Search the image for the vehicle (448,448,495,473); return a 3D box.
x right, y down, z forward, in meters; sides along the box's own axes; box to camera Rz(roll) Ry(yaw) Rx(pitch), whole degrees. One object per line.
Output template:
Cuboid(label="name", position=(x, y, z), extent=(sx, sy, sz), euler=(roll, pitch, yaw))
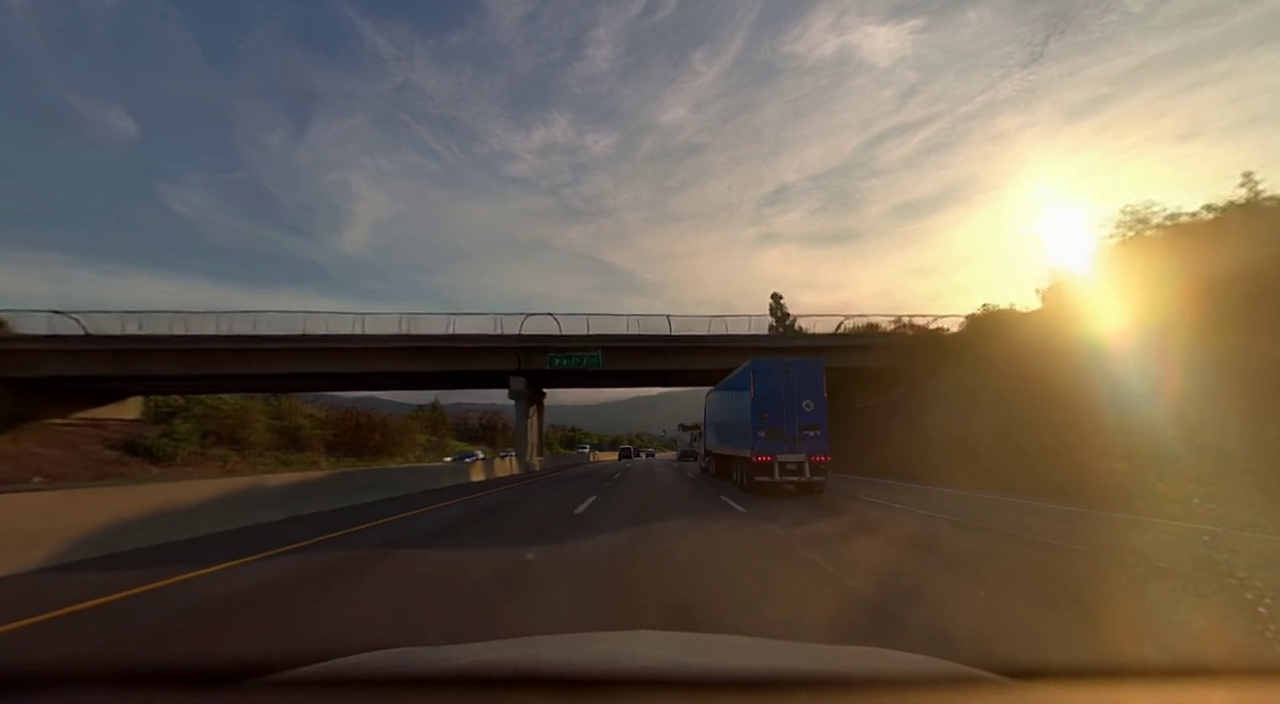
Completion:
Cuboid(label="vehicle", position=(-10.188, 6.590, 38.398), extent=(1.747, 1.413, 3.680), euler=(0, -9, 1))

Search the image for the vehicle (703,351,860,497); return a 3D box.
Cuboid(label="vehicle", position=(4.638, 3.084, 24.687), extent=(2.825, 4.054, 14.210), euler=(0, -9, 0))
